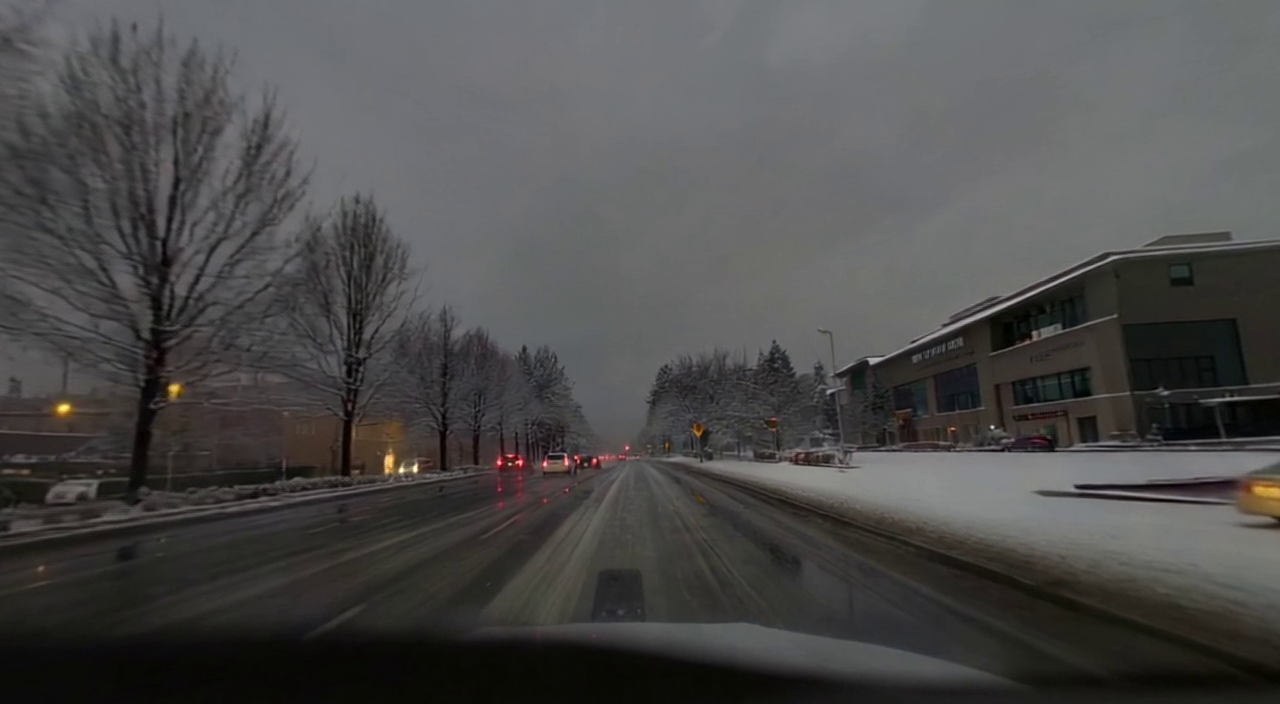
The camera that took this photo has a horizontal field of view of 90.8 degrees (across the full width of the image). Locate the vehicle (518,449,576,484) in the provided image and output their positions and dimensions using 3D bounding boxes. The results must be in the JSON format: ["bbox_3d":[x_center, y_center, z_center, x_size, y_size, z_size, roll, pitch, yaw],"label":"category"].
[{"bbox_3d":[-4.223,5.279,29.461,2.011,1.483,4.596,0,-9,0],"label":"vehicle"}]

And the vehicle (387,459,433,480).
[{"bbox_3d":[-17.048,8.717,47.038,1.881,1.420,4.198,0,-9,-1],"label":"vehicle"}]

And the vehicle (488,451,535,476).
[{"bbox_3d":[-8.385,7.321,41.698,1.976,1.497,4.709,0,-9,1],"label":"vehicle"}]

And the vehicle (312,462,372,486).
[{"bbox_3d":[-20.320,8.313,43.323,1.927,1.455,4.661,0,-9,-1],"label":"vehicle"}]

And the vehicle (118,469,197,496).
[{"bbox_3d":[-36.333,9.805,47.753,1.951,1.648,5.053,-4,-9,0],"label":"vehicle"}]

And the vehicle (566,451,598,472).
[{"bbox_3d":[-4.194,7.983,46.330,1.971,1.414,4.317,0,-9,0],"label":"vehicle"}]

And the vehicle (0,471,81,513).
[{"bbox_3d":[-27.181,6.109,27.383,1.758,1.566,4.531,-4,-9,1],"label":"vehicle"}]
